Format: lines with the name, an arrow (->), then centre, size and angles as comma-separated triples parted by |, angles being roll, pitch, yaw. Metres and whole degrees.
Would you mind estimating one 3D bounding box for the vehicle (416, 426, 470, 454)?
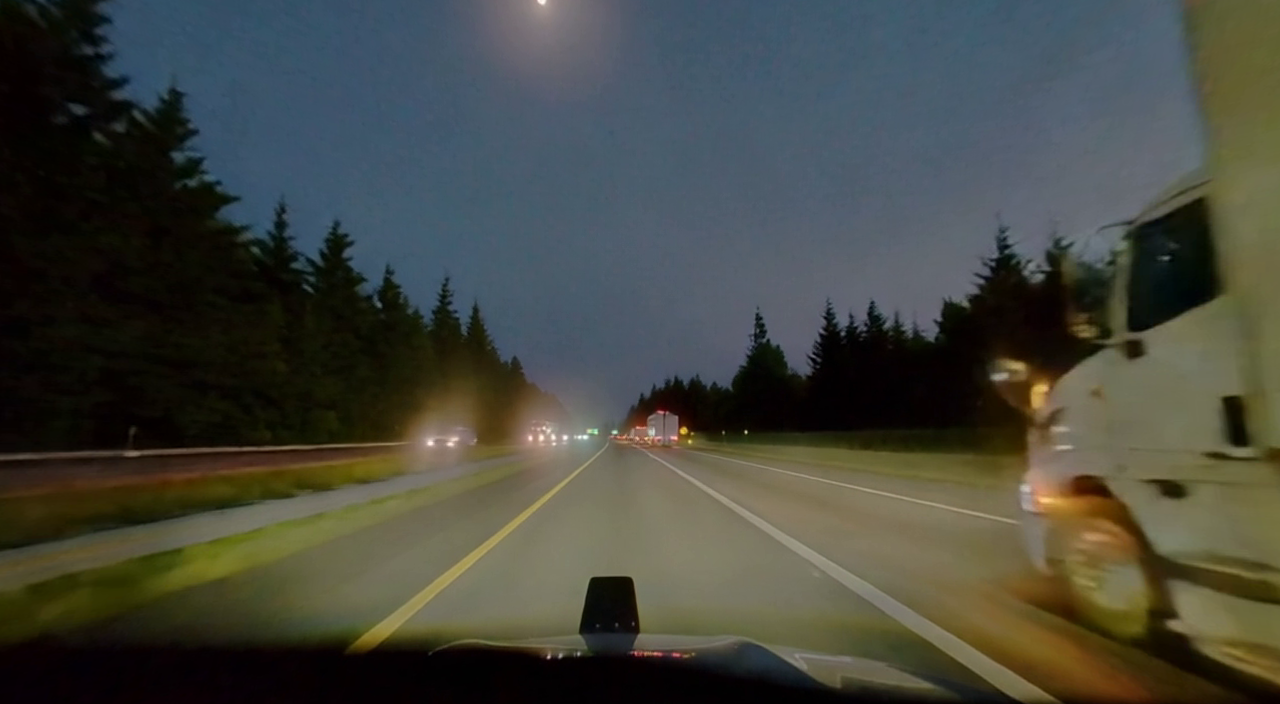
vehicle -> -12.762, 5.733, 41.249 | 2.066, 1.711, 4.835 | 0, -8, -1
